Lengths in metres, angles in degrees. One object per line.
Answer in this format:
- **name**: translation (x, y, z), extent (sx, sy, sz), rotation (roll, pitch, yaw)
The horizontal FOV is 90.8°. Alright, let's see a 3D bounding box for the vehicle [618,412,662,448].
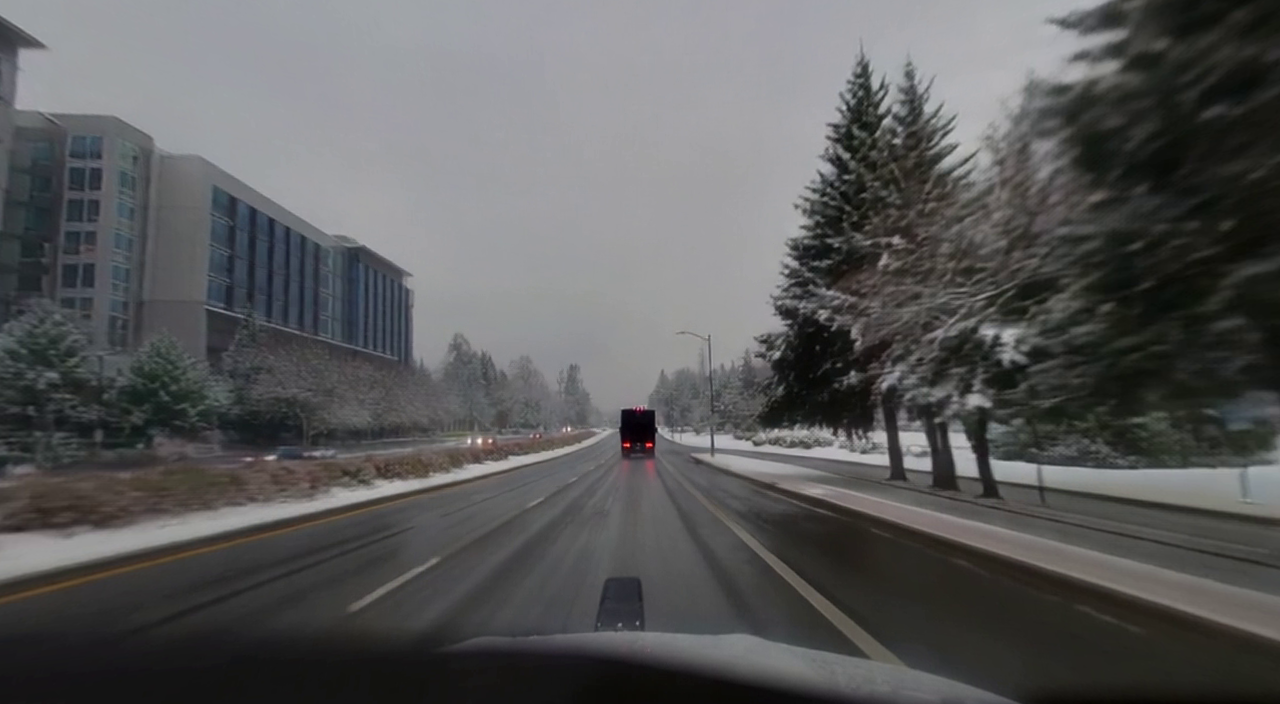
- **vehicle**: translation (-0.078, 4.381, 34.776), extent (2.178, 1.829, 4.932), rotation (1, -9, -3)

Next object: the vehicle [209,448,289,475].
- **vehicle**: translation (-23.805, 6.660, 38.704), extent (1.904, 1.514, 4.667), rotation (0, -9, 0)
